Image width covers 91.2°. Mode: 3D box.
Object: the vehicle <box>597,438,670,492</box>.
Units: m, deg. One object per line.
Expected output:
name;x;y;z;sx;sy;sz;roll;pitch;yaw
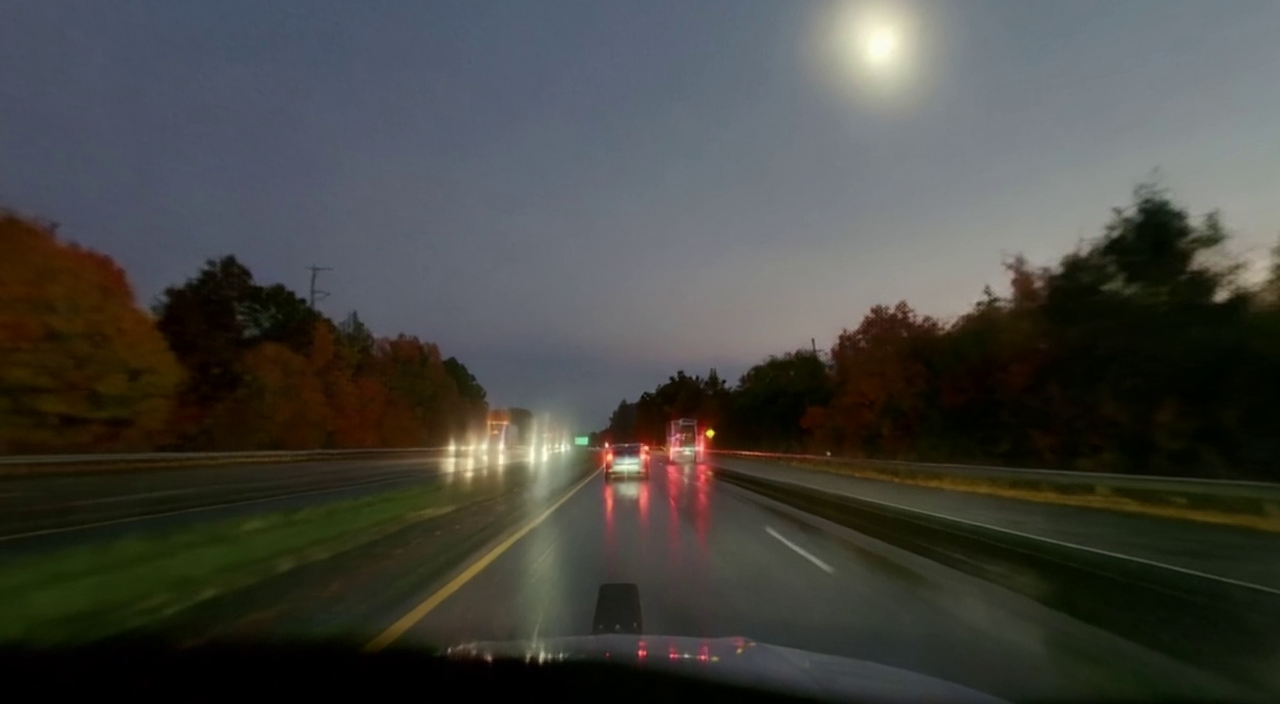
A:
vehicle;-0.227;3.557;20.057;2.099;1.506;4.097;0;-9;-1

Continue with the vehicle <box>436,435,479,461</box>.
vehicle;-14.005;7.433;48.362;2.059;1.899;4.680;0;-9;-1
